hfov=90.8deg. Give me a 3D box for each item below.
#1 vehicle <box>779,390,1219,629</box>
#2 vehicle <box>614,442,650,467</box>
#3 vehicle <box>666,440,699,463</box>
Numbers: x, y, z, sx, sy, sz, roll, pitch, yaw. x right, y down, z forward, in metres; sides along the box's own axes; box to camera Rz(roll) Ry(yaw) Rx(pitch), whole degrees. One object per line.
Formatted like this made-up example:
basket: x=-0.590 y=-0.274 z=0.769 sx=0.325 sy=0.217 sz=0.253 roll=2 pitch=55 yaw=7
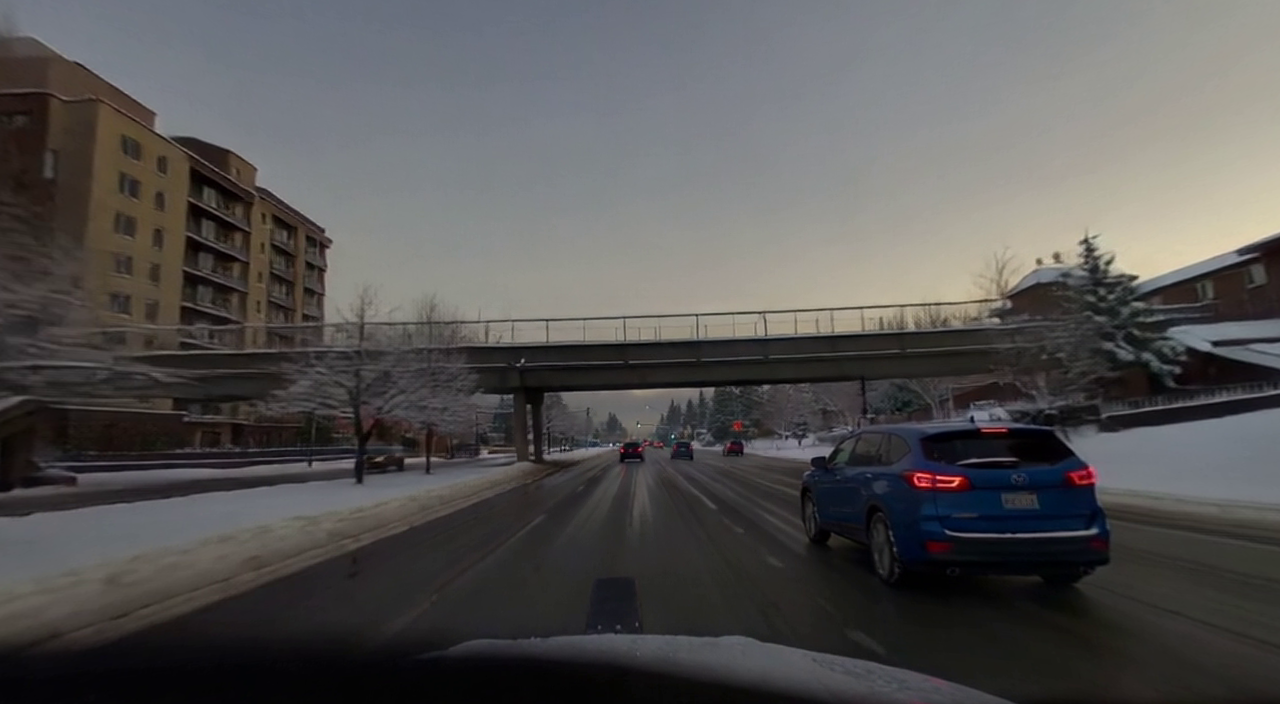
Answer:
vehicle: x=3.153 y=1.494 z=7.036 sx=2.130 sy=1.741 sz=4.665 roll=0 pitch=-8 yaw=0
vehicle: x=-0.484 y=6.542 z=40.628 sx=2.173 sy=1.498 sz=4.528 roll=0 pitch=-8 yaw=1
vehicle: x=3.195 y=7.542 z=48.008 sx=2.165 sy=1.708 sz=3.928 roll=0 pitch=-8 yaw=-2
